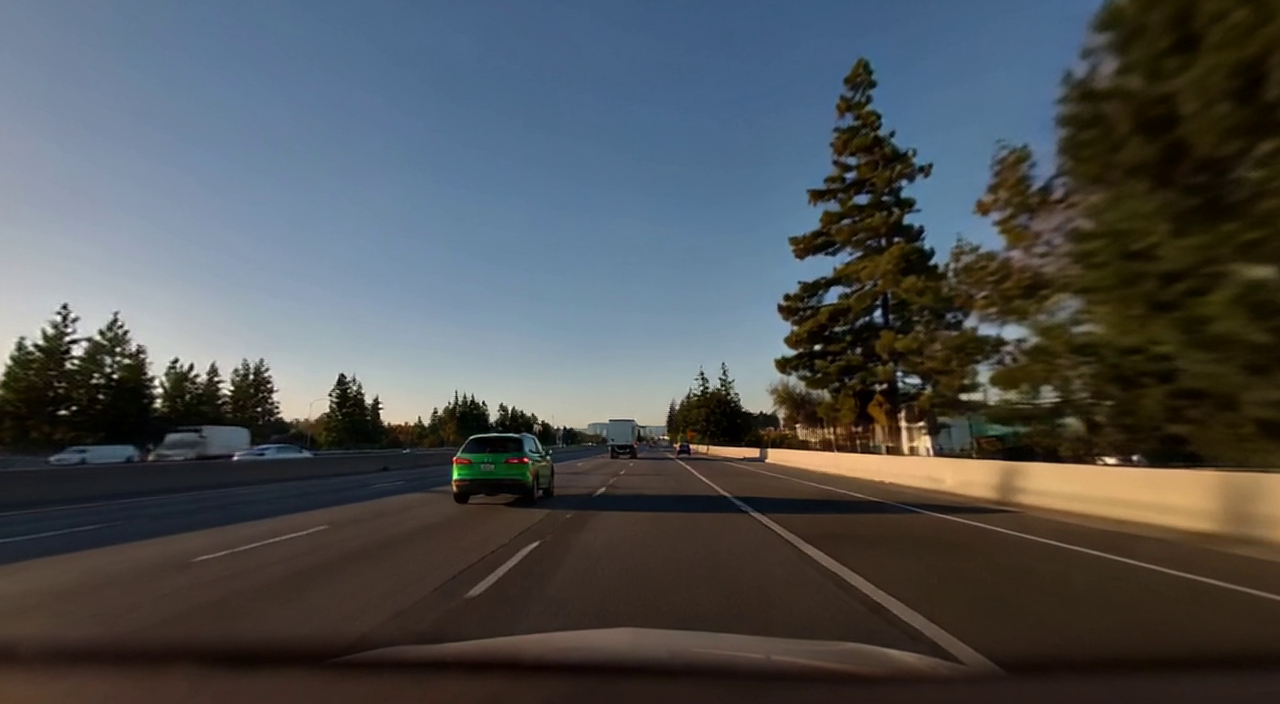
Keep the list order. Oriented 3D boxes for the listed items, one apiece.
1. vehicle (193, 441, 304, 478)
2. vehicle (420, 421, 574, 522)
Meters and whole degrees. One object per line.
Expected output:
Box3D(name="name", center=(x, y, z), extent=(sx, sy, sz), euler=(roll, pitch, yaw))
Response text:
Box3D(name="vehicle", center=(-17.546, 4.842, 28.540), extent=(1.965, 1.503, 4.579), euler=(1, -9, 1))
Box3D(name="vehicle", center=(-2.752, 2.449, 13.346), extent=(2.111, 1.742, 4.315), euler=(0, -9, 2))
